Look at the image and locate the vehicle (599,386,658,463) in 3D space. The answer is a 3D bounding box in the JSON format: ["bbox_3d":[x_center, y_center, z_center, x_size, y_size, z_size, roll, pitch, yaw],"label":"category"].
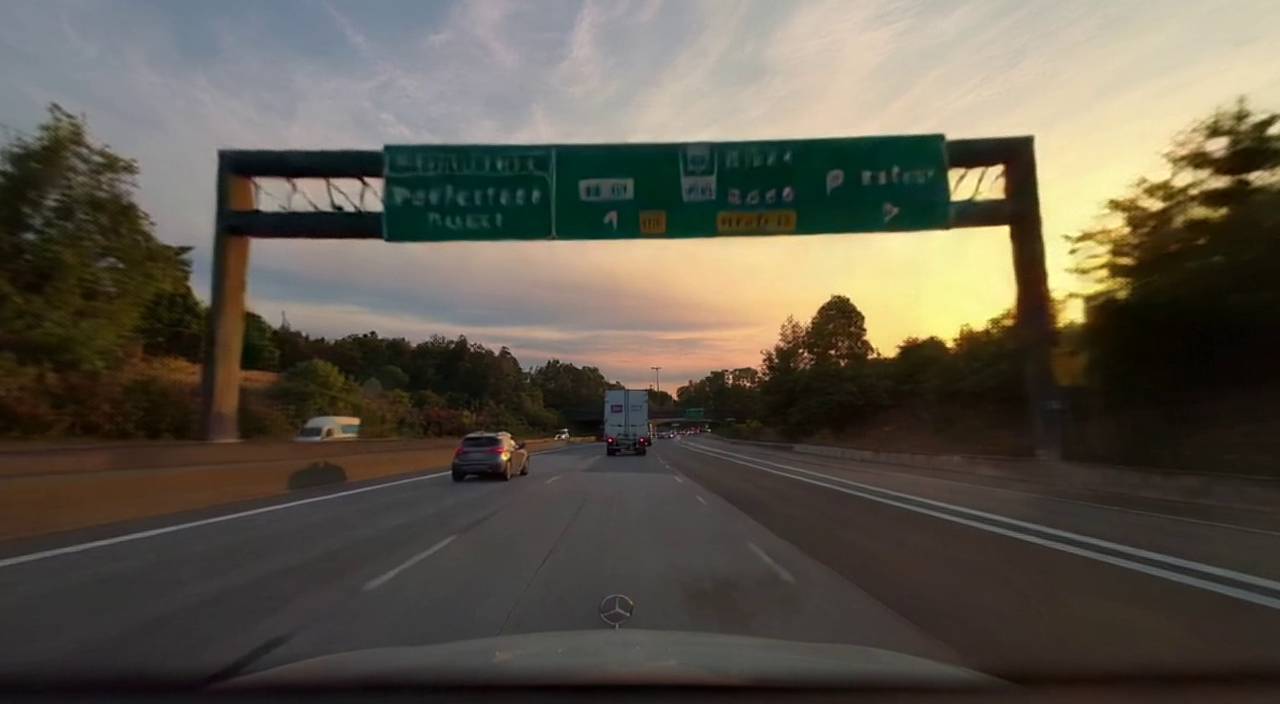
[{"bbox_3d":[-0.699,4.118,35.226,2.855,3.741,8.587,0,-8,-2],"label":"vehicle"}]

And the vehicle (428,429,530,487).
[{"bbox_3d":[-4.518,3.022,18.330,1.931,1.479,4.083,0,-8,-1],"label":"vehicle"}]
